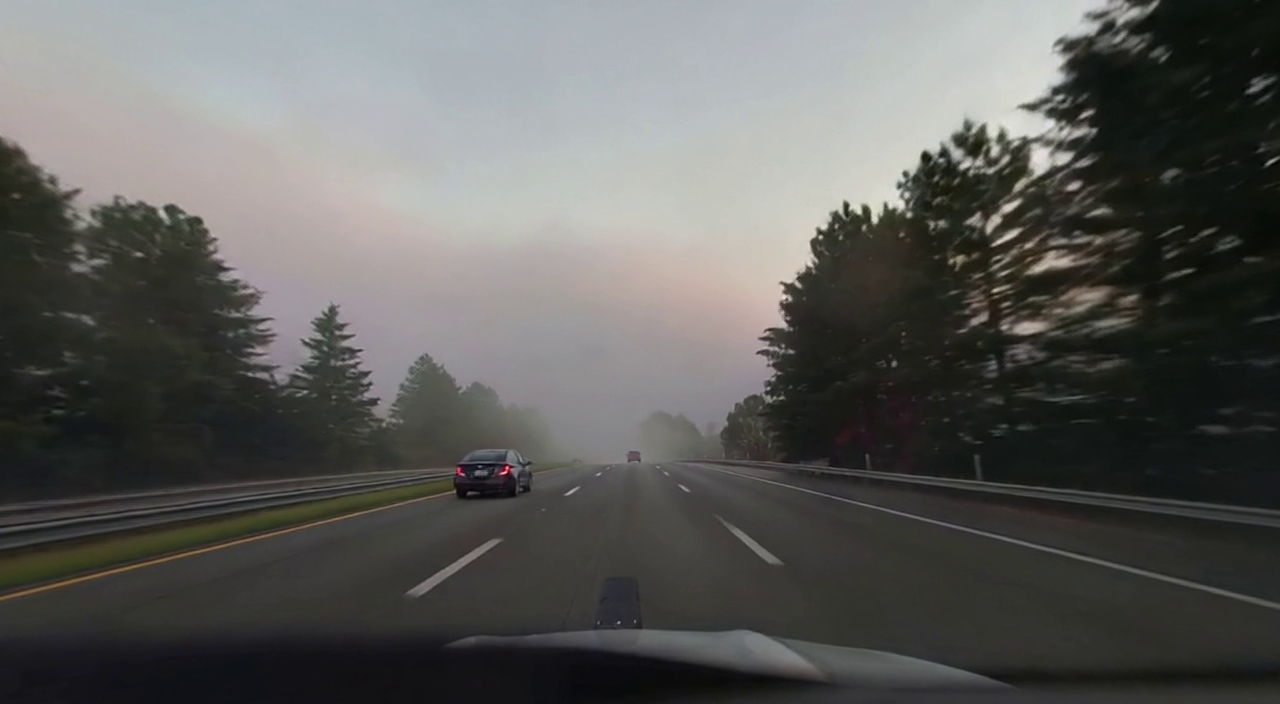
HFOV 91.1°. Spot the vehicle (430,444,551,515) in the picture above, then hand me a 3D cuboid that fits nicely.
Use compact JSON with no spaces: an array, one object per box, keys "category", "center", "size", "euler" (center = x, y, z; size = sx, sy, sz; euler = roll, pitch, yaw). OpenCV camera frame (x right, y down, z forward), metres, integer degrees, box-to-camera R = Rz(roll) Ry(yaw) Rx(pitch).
[{"category":"vehicle","center":[-3.484,3.031,15.448],"size":[1.970,1.492,3.944],"euler":[0,-9,0]}]
